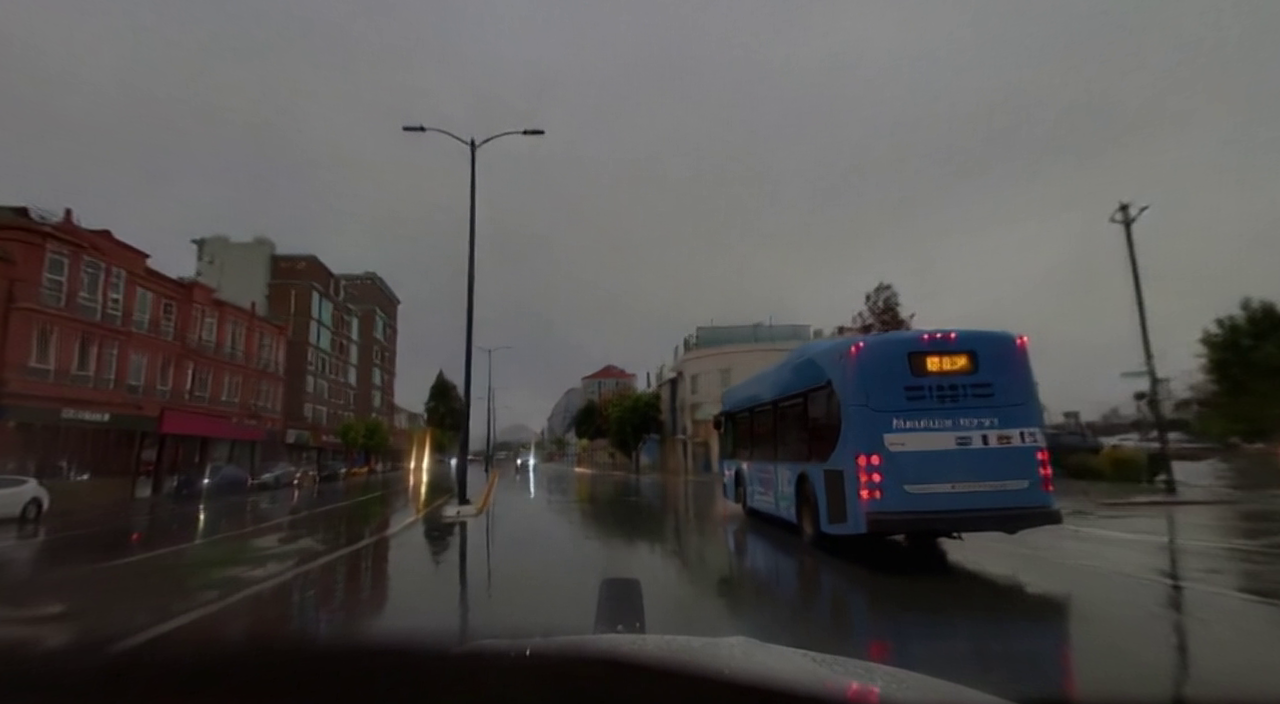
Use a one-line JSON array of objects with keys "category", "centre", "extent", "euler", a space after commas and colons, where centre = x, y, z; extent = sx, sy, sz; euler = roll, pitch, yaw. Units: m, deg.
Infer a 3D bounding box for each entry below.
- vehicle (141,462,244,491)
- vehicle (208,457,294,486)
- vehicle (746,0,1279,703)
[{"category": "vehicle", "centre": [-26.297, 7.312, 37.313], "extent": [4.592, 1.474, 1.880], "euler": [4, -9, -26]}, {"category": "vehicle", "centre": [-26.025, 7.990, 42.359], "extent": [4.392, 1.800, 1.902], "euler": [1, -9, -7]}, {"category": "vehicle", "centre": [3.301, 0.288, 3.892], "extent": [3.194, 3.345, 12.428], "euler": [0, -9, 0]}]
